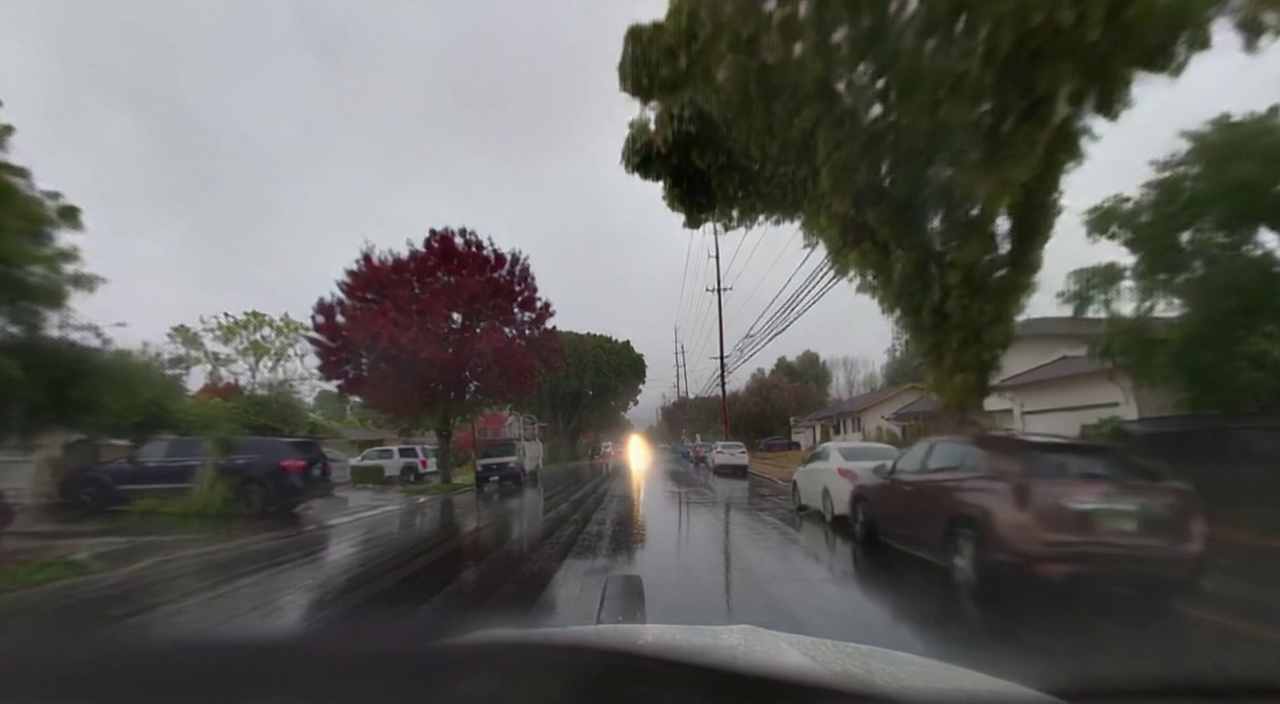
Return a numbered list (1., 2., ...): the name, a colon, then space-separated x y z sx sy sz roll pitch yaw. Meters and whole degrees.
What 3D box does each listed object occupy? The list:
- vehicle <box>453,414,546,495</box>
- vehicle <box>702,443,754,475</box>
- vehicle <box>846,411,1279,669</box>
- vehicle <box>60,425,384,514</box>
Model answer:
1. vehicle: -5.742 4.271 26.699 2.313 2.875 6.057 -4 -8 2
2. vehicle: 4.520 5.587 33.180 2.016 1.544 4.645 0 -8 0
3. vehicle: 3.761 1.487 6.289 1.970 1.530 4.899 0 -8 3
4. vehicle: -10.464 2.977 16.311 6.540 2.079 2.565 0 -8 1
